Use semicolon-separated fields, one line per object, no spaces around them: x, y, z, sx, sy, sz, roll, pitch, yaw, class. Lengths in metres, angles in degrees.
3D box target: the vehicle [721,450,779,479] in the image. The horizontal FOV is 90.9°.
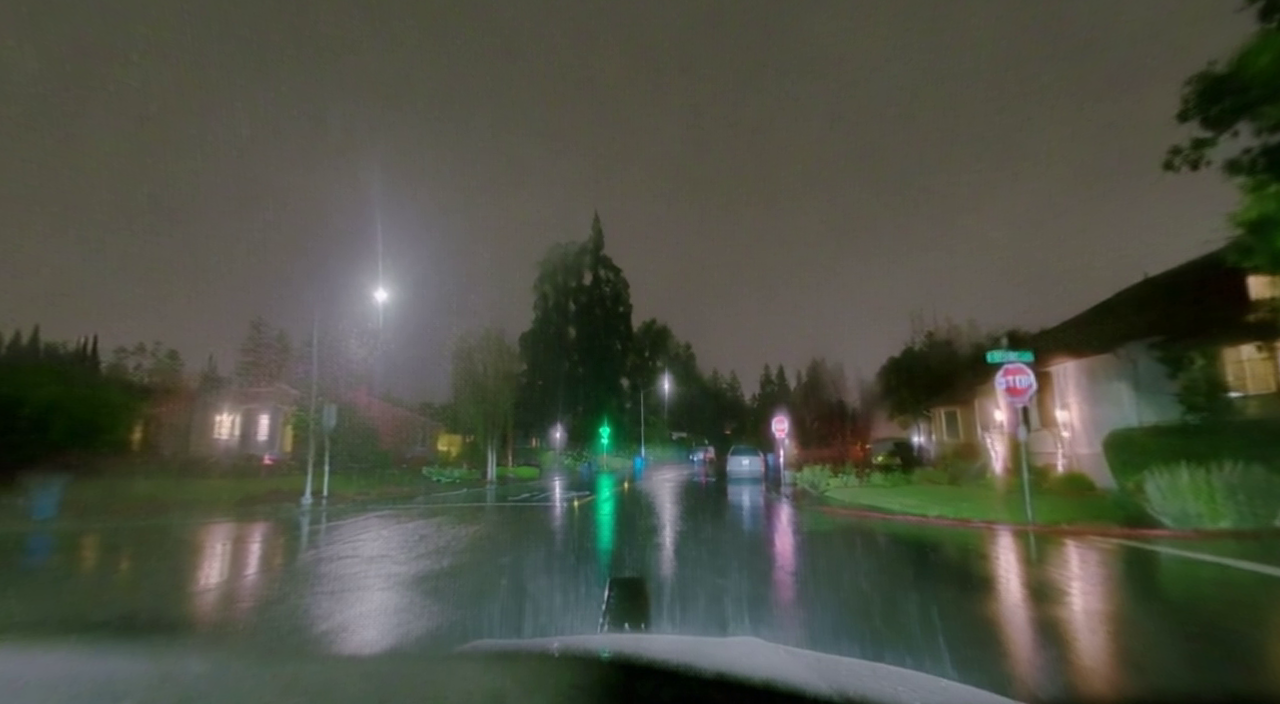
6.978;6.988;39.526;2.692;1.649;4.689;-3;-9;20;vehicle
